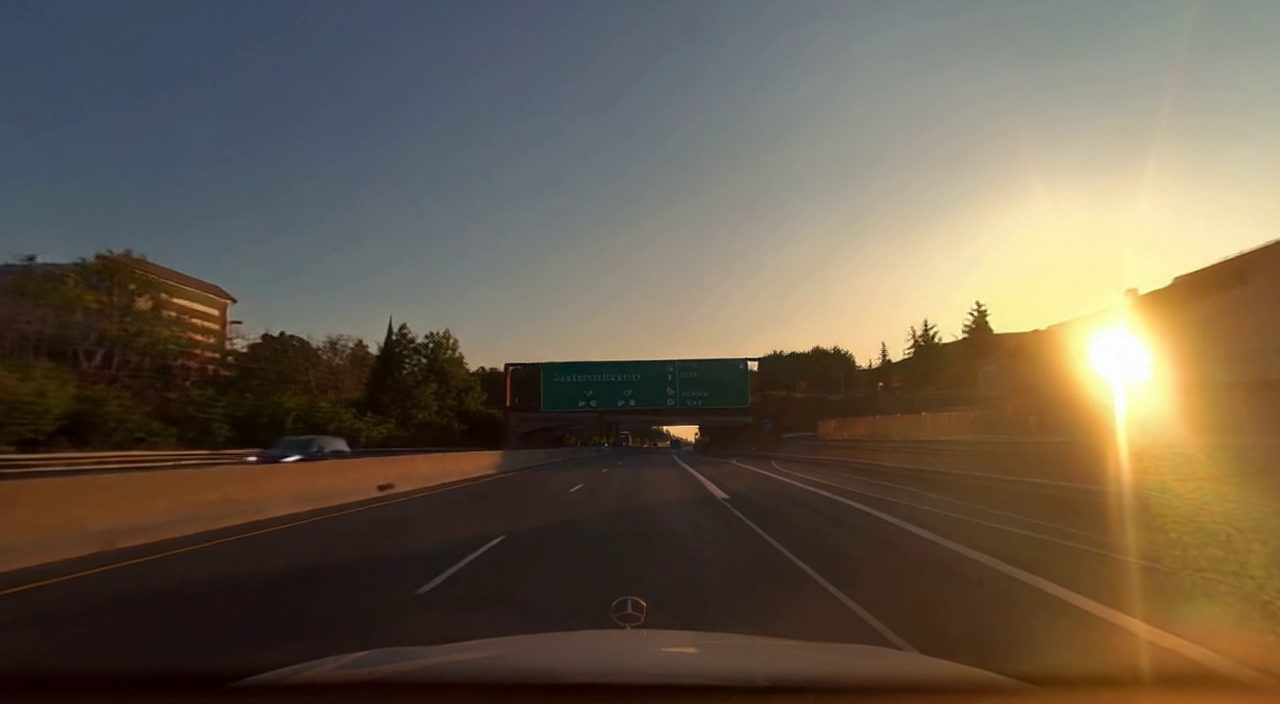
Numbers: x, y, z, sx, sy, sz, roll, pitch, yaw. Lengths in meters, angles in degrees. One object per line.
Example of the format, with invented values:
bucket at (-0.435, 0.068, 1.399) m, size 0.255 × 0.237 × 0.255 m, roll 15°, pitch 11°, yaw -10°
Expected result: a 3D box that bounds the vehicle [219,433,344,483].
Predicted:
vehicle at (-13.369, 3.968, 23.852) m, size 1.941 × 1.706 × 4.601 m, roll 0°, pitch -8°, yaw 1°
